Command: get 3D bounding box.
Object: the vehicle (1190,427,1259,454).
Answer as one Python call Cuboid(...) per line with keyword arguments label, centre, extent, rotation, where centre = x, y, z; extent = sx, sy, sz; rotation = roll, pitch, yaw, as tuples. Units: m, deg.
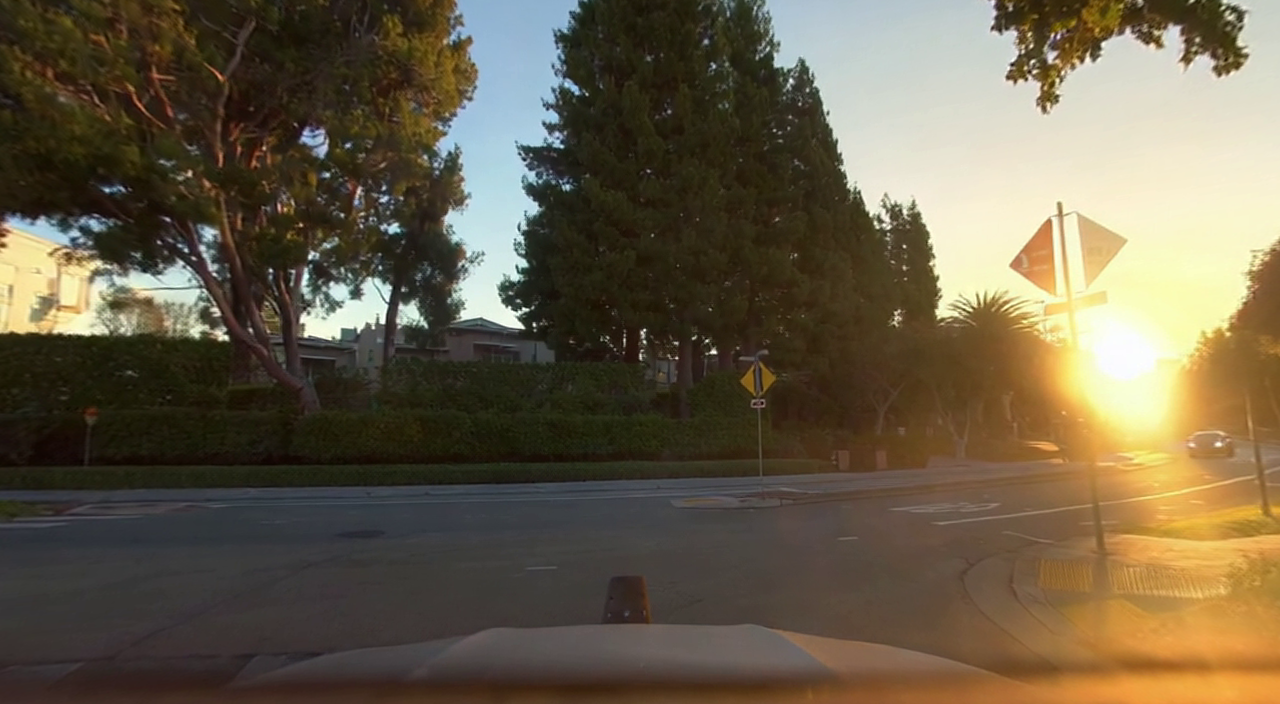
Cuboid(label="vehicle", centre=(34.714, 5.280, 37.387), extent=(4.473, 1.474, 2.108), rotation=(7, -11, -37))
